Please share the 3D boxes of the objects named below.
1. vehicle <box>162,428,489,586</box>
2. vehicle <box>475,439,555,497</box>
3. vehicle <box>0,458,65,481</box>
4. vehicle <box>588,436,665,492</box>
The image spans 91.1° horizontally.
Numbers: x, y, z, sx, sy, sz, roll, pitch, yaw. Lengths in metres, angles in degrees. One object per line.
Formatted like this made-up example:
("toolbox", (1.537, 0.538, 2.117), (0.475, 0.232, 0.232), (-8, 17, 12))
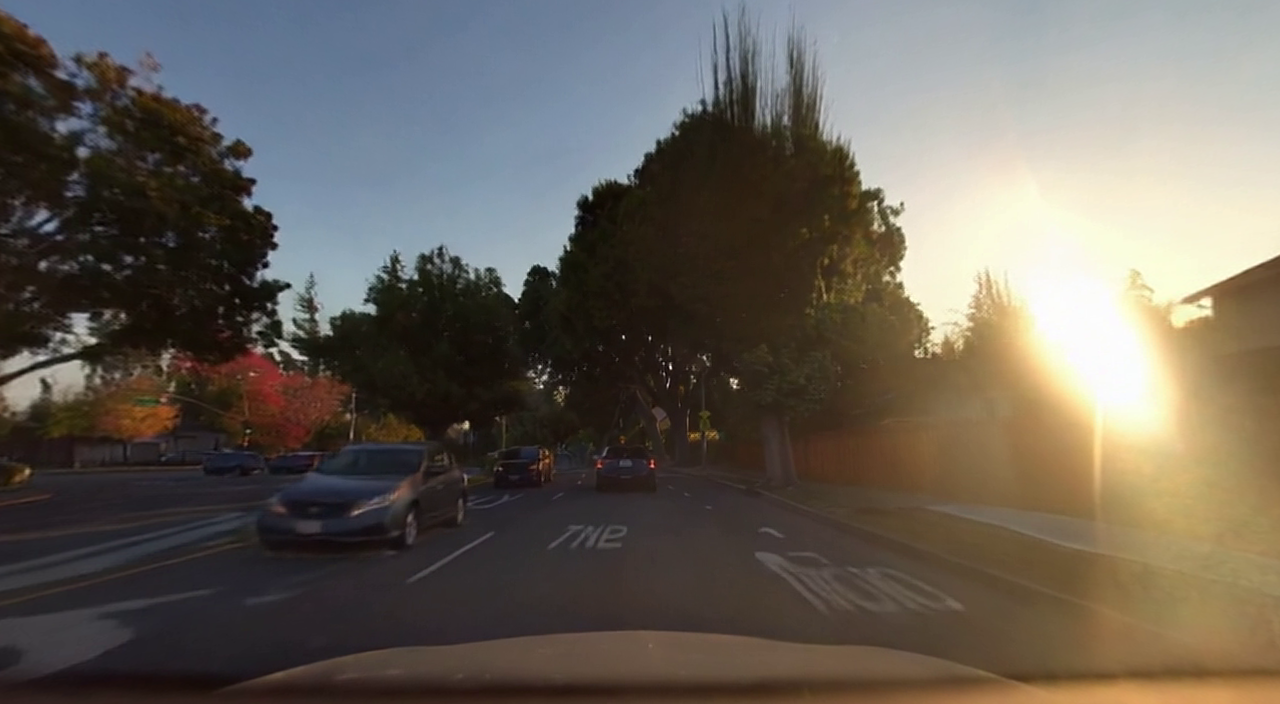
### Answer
("vehicle", (-3.892, 1.925, 9.099), (2.067, 1.546, 4.988), (2, -7, 1))
("vehicle", (-3.651, 3.427, 18.982), (1.986, 1.561, 3.805), (1, -8, -6))
("vehicle", (-45.708, 8.668, 46.368), (4.355, 1.642, 1.950), (0, -8, -2))
("vehicle", (-0.559, 3.650, 20.838), (2.290, 1.653, 4.127), (1, -8, -4))
